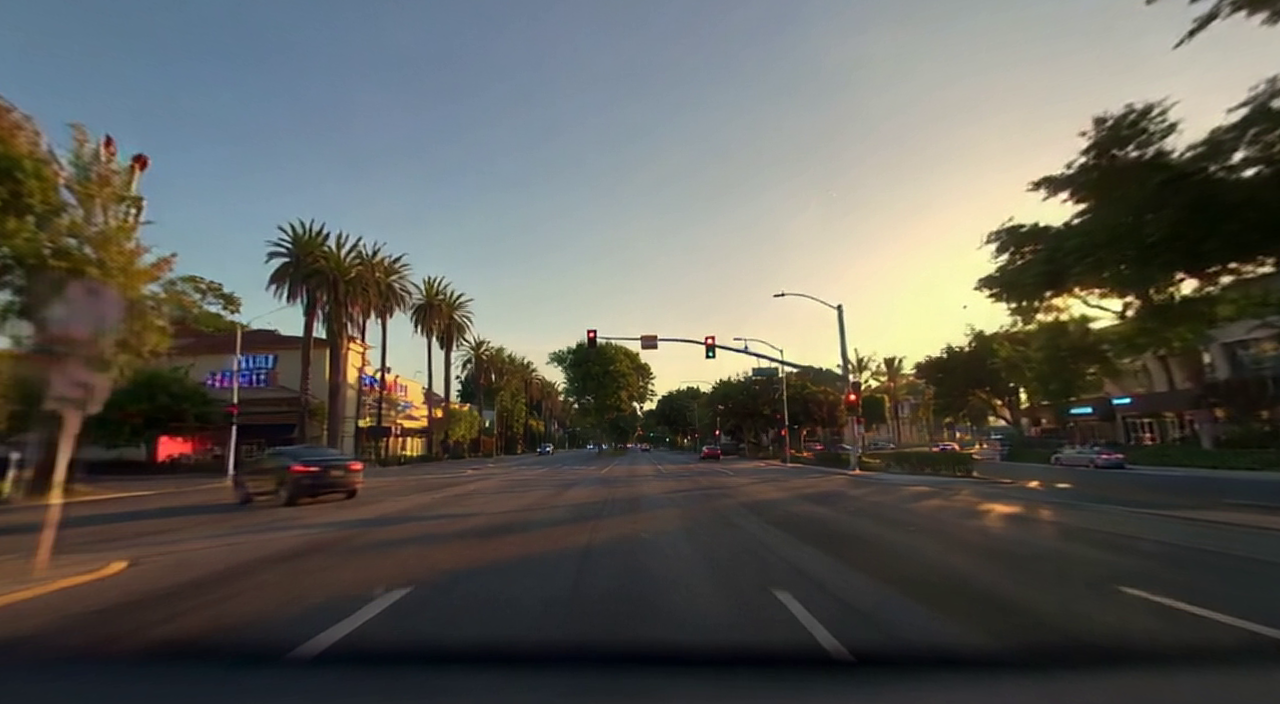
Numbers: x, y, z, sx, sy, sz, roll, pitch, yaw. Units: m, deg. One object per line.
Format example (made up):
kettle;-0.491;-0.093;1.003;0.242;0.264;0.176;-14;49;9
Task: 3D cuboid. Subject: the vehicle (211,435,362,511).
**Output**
vehicle;-8.936;2.960;15.874;3.885;1.639;1.990;-7;-11;40
